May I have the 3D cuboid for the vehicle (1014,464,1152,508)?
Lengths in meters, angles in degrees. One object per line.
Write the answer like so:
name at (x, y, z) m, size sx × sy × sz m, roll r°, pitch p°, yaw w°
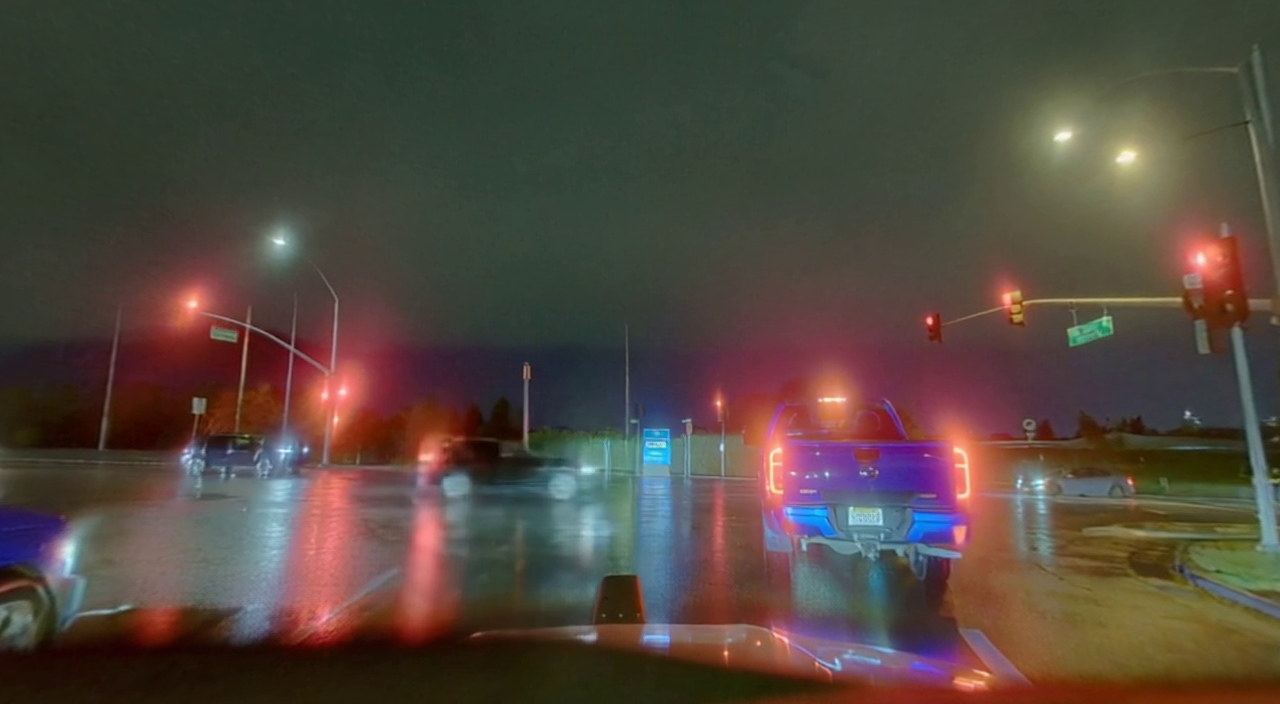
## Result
vehicle at (18.975, 5.747, 27.139) m, size 4.356 × 1.498 × 1.957 m, roll -3°, pitch -8°, yaw 2°

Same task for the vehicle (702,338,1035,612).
vehicle at (2.618, 1.527, 8.783) m, size 2.851 × 2.400 × 5.978 m, roll -1°, pitch -9°, yaw 11°

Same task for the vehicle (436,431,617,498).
vehicle at (-3.126, 3.140, 17.806) m, size 4.695 × 1.729 × 2.067 m, roll 2°, pitch -9°, yaw -9°

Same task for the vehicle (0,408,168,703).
vehicle at (-4.099, 0.844, 1.905) m, size 1.913 × 1.491 × 4.547 m, roll 1°, pitch -9°, yaw -2°
